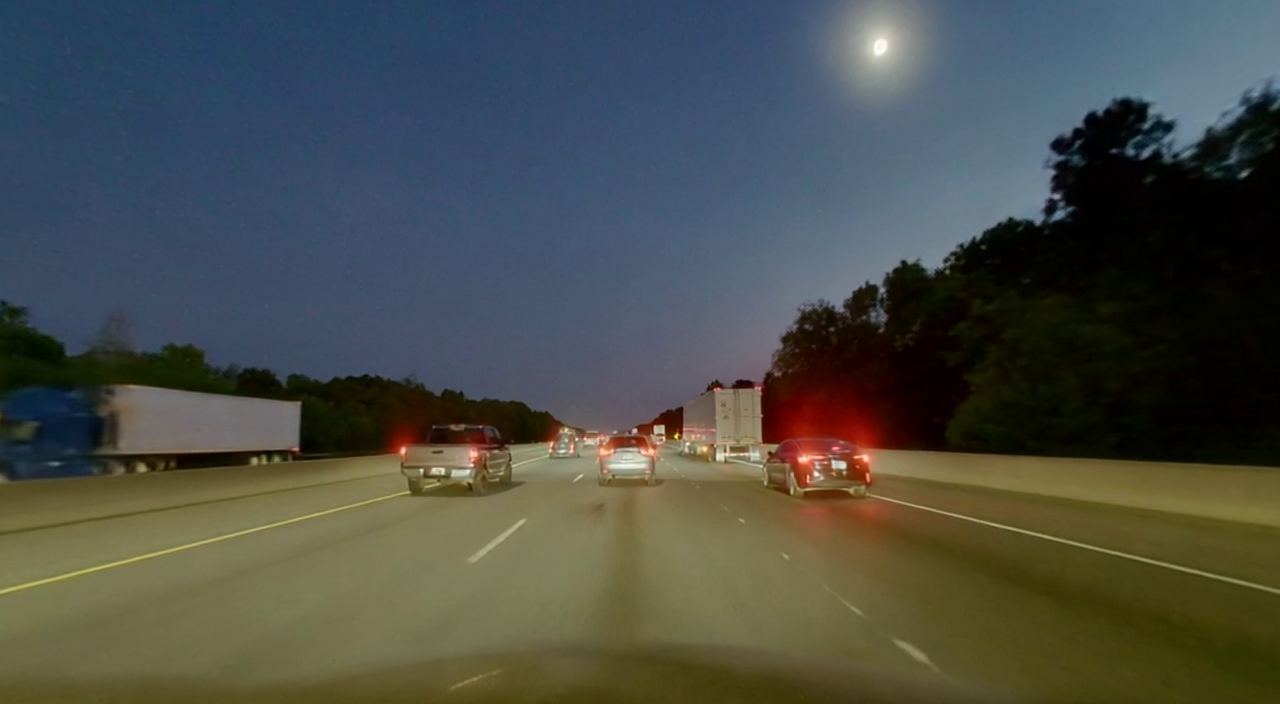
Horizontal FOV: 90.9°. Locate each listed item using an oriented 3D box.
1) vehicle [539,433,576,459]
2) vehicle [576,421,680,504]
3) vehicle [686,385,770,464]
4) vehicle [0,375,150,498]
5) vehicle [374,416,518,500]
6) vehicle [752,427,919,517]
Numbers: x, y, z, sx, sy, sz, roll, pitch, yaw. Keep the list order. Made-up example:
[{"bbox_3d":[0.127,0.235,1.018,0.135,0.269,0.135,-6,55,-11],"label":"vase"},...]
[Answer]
[{"bbox_3d":[-5.437,6.239,42.041,1.971,1.648,3.983,0,-8,-1],"label":"vehicle"},{"bbox_3d":[-0.277,2.490,14.670,2.083,1.647,3.799,0,-8,-1],"label":"vehicle"},{"bbox_3d":[5.146,4.715,40.137,2.888,4.135,14.071,0,-8,-2],"label":"vehicle"},{"bbox_3d":[-21.259,2.971,22.354,3.048,3.785,5.664,0,-8,-1],"label":"vehicle"},{"bbox_3d":[-4.567,2.557,15.772,2.101,1.767,4.702,0,-8,0],"label":"vehicle"},{"bbox_3d":[3.645,2.280,12.590,1.951,1.477,3.963,0,-8,-2],"label":"vehicle"}]
